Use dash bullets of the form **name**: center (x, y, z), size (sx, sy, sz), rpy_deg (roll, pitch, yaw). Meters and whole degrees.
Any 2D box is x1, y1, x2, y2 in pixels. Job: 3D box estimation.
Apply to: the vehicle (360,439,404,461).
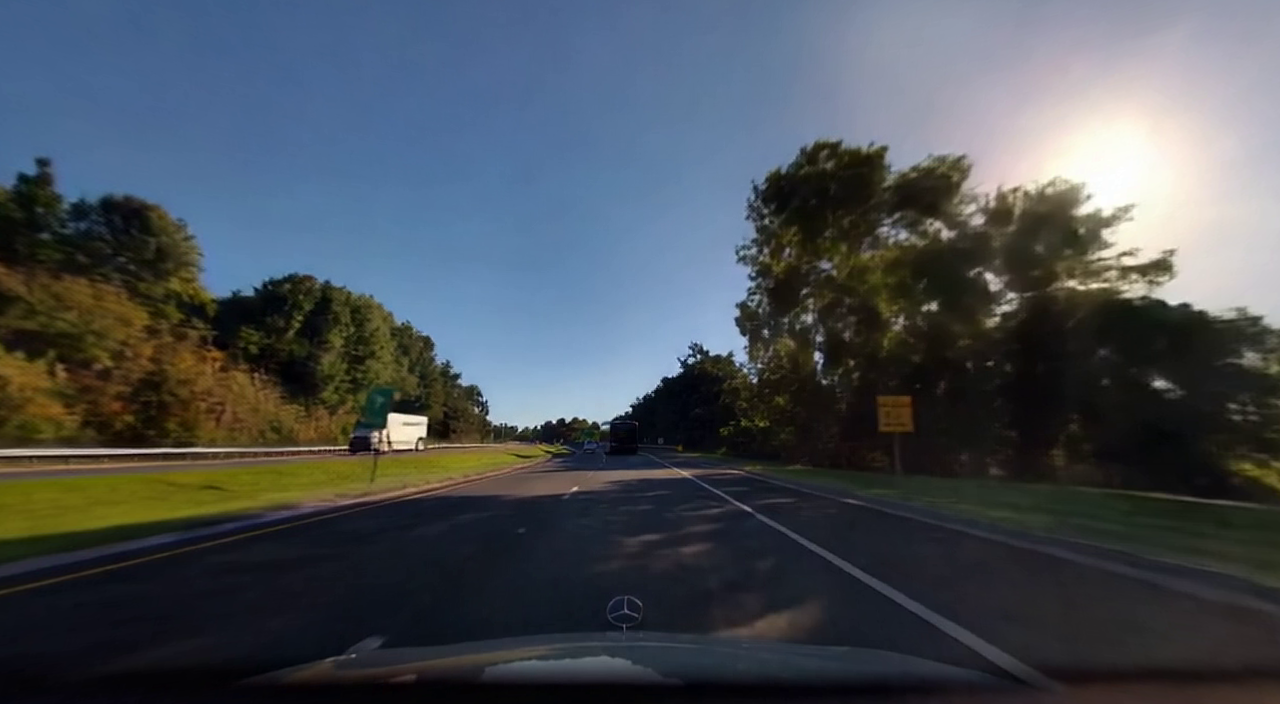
- **vehicle**: center (-20.254, 7.703, 49.666), size (1.810, 1.612, 4.003), rpy_deg (0, -9, -2)
